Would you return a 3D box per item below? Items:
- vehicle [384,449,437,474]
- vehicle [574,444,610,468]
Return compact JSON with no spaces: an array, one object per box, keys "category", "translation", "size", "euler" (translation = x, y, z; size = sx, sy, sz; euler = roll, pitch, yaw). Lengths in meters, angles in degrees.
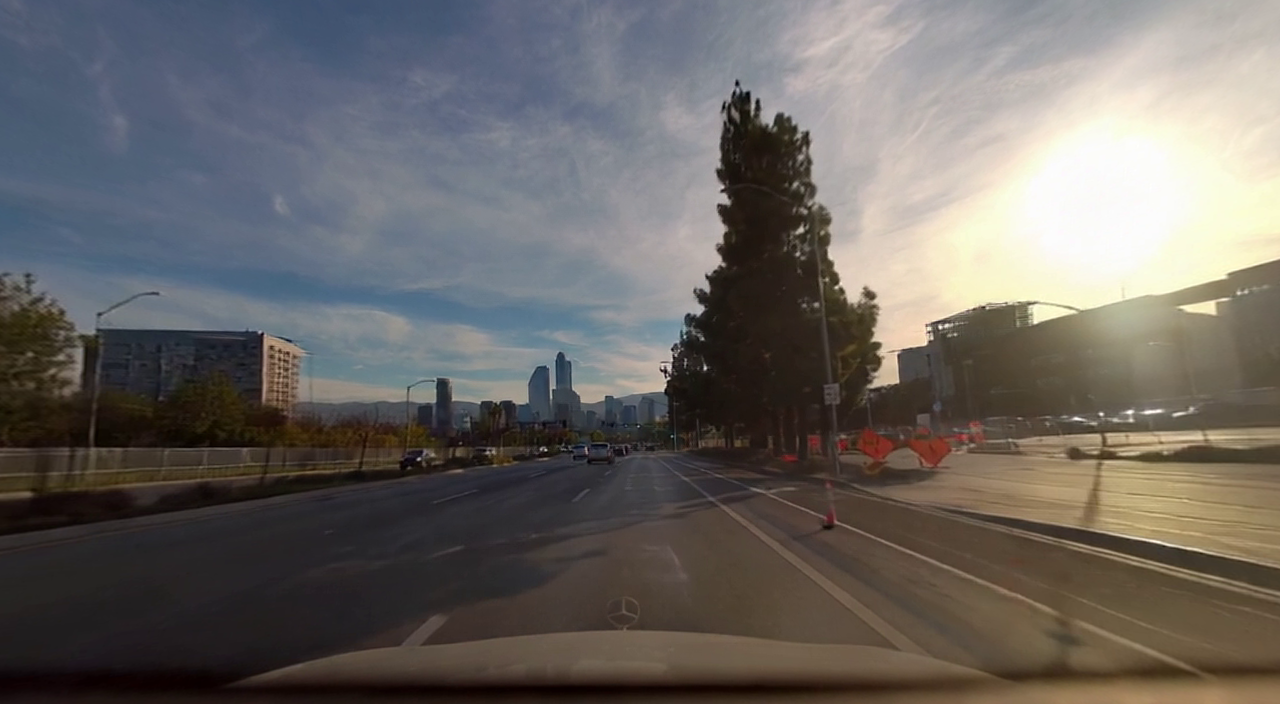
[{"category":"vehicle","translation":[-15.311,7.287,42.327],"size":[1.899,1.518,4.305],"euler":[0,-8,0]},{"category":"vehicle","translation":[-3.333,7.315,44.696],"size":[2.121,1.654,3.993],"euler":[0,-8,1]}]
